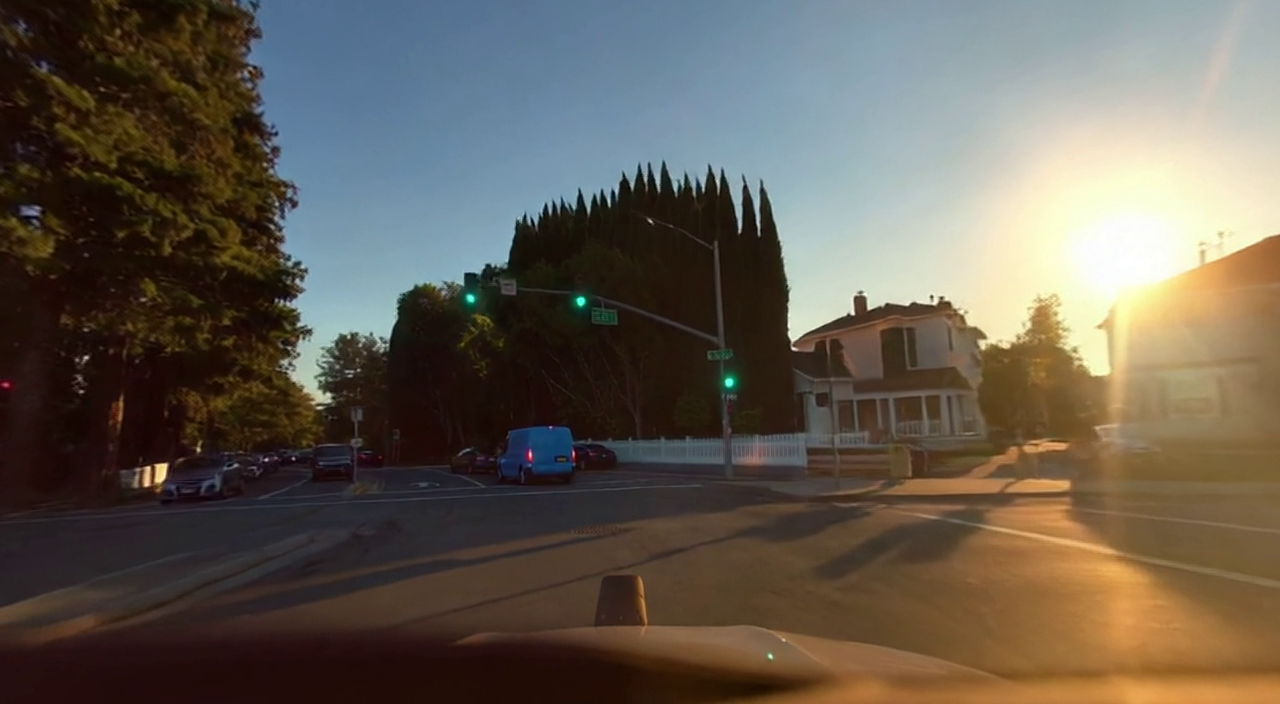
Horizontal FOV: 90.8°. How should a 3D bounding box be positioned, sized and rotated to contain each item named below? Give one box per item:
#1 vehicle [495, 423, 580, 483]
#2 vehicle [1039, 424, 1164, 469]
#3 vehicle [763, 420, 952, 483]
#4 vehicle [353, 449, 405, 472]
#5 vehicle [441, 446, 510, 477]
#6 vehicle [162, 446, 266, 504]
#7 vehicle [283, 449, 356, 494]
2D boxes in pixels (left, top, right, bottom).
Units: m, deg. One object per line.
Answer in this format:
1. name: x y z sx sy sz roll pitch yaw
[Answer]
1. vehicle: -4.184 4.007 25.183 2.213 2.124 4.809 4 -9 -23
2. vehicle: 20.589 4.166 28.246 4.268 1.765 1.989 -6 -7 40
3. vehicle: 7.928 3.684 23.588 6.104 2.026 2.514 -8 -12 42
4. vehicle: -18.301 7.540 44.270 1.911 1.493 4.291 8 -12 -42
5. vehicle: -8.396 5.492 31.988 2.008 1.445 4.386 6 -10 -33
6. vehicle: -14.773 4.221 22.220 2.078 1.783 4.670 4 -9 -23
7. vehicle: -11.516 4.256 22.967 1.952 1.461 4.377 3 -9 -22
